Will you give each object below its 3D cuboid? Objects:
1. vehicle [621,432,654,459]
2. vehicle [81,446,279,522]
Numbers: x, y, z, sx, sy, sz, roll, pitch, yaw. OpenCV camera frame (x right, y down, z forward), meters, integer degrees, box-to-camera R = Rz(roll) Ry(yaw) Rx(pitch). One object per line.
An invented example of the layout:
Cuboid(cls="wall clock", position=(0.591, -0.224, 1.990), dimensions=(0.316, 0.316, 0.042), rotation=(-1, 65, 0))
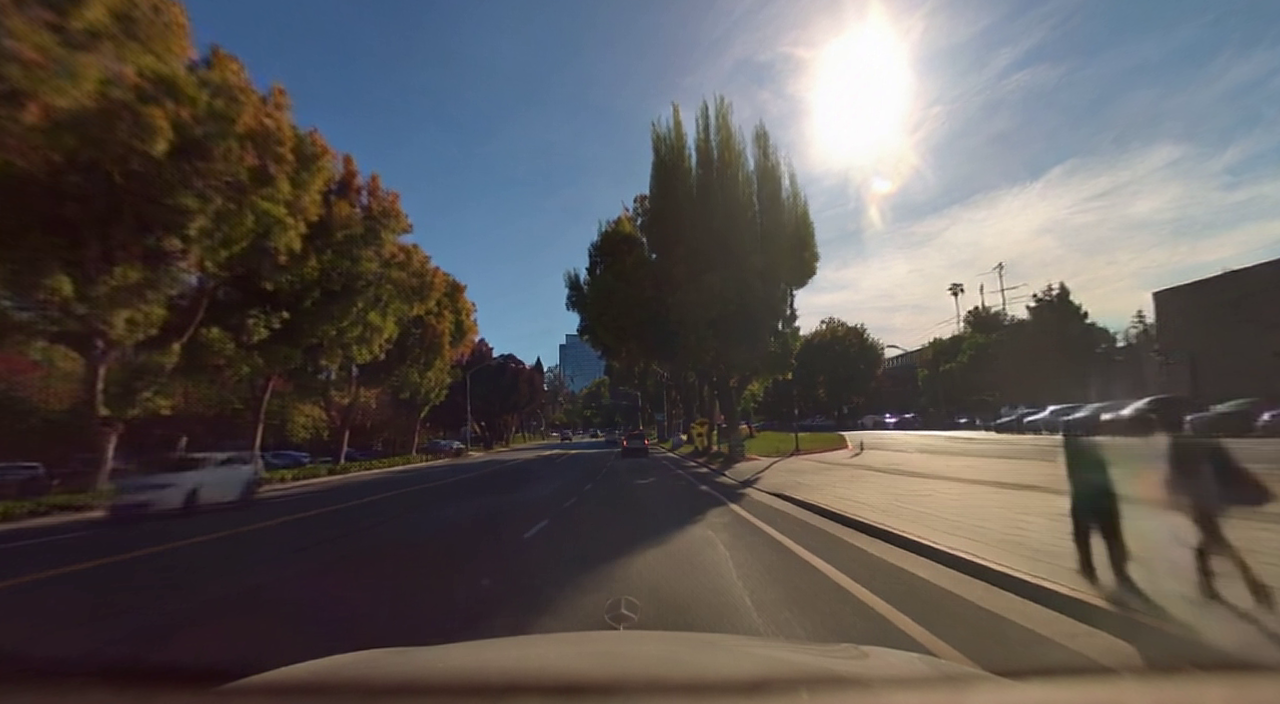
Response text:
Cuboid(cls="vehicle", position=(-0.194, 6.727, 45.407), dimensions=(2.228, 1.790, 4.180), rotation=(0, -9, -1))
Cuboid(cls="vehicle", position=(-11.937, 3.400, 16.882), dimensions=(2.117, 1.724, 4.366), rotation=(0, -8, -3))
